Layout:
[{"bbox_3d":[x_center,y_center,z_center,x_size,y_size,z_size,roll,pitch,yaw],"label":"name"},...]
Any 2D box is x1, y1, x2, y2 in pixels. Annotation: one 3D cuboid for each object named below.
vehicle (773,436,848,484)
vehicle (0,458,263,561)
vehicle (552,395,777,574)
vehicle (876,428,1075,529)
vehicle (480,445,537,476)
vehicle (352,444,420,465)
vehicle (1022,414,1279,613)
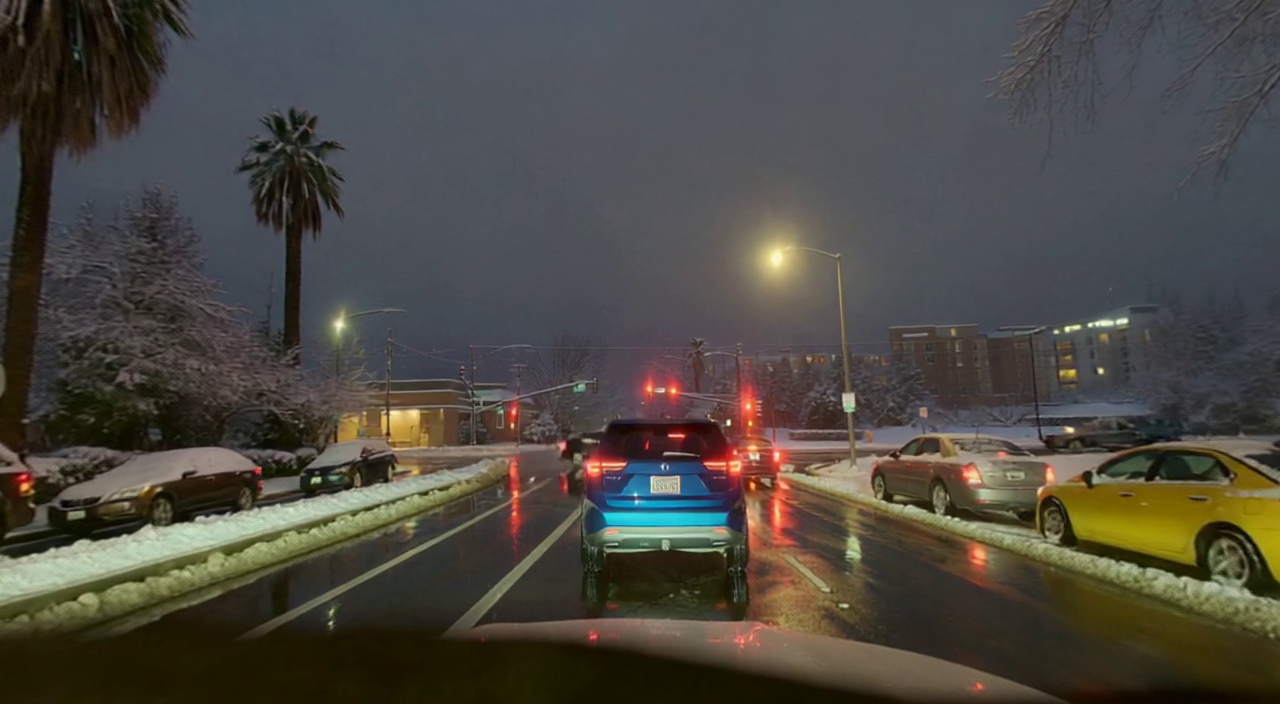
[{"bbox_3d":[6.584,4.210,24.901,1.948,1.729,4.023,-1,-8,2],"label":"vehicle"},{"bbox_3d":[-9.579,2.809,11.958,2.054,1.467,4.595,-3,-9,0],"label":"vehicle"},{"bbox_3d":[0.260,1.659,8.603,2.264,1.798,4.258,0,-8,1],"label":"vehicle"},{"bbox_3d":[6.666,2.531,13.244,1.930,1.736,4.329,-1,-8,3],"label":"vehicle"},{"bbox_3d":[-6.730,5.589,32.834,1.928,1.475,4.645,0,-8,1],"label":"vehicle"},{"bbox_3d":[-18.716,7.521,46.641,1.759,1.457,4.297,-7,-11,37],"label":"vehicle"},{"bbox_3d":[6.439,1.597,6.915,1.935,1.672,4.139,0,-8,1],"label":"vehicle"}]
